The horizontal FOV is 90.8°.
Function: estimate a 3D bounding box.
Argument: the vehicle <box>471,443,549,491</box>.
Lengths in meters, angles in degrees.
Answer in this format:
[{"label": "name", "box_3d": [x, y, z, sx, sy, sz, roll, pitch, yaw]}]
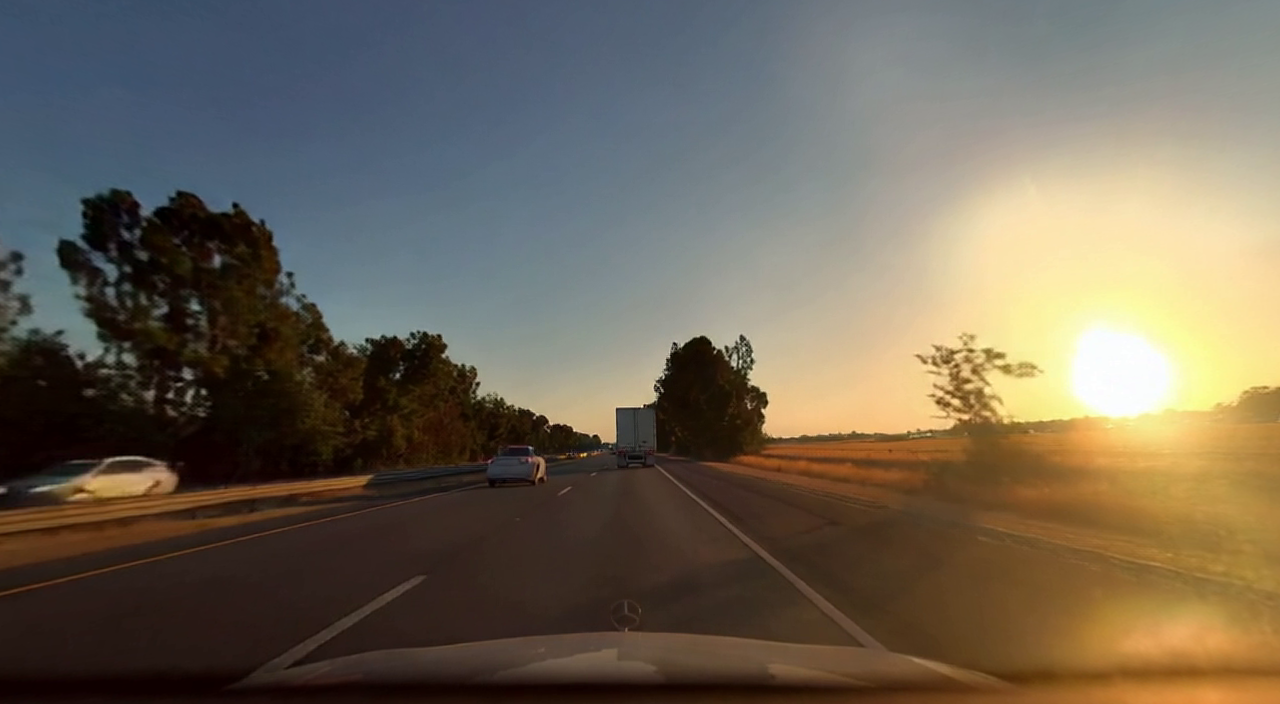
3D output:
[{"label": "vehicle", "box_3d": [-4.472, 4.006, 22.243, 1.937, 1.493, 3.779, 0, -9, 0]}]

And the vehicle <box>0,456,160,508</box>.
[{"label": "vehicle", "box_3d": [-17.847, 4.094, 20.298, 1.805, 1.466, 3.803, 0, -9, 0]}]
